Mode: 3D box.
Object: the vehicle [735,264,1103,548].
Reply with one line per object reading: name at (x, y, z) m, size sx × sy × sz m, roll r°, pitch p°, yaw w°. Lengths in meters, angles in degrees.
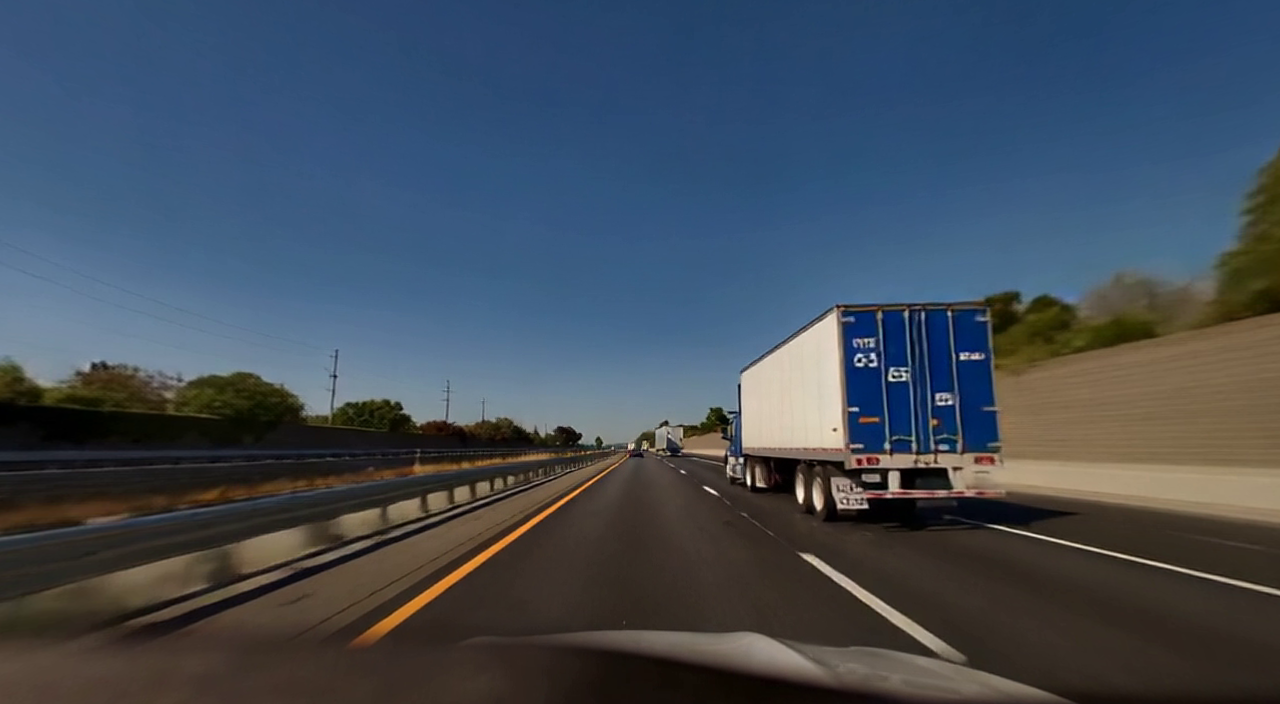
vehicle at (4.338, 1.433, 13.321) m, size 3.107 × 3.718 × 10.231 m, roll 0°, pitch -9°, yaw 0°
